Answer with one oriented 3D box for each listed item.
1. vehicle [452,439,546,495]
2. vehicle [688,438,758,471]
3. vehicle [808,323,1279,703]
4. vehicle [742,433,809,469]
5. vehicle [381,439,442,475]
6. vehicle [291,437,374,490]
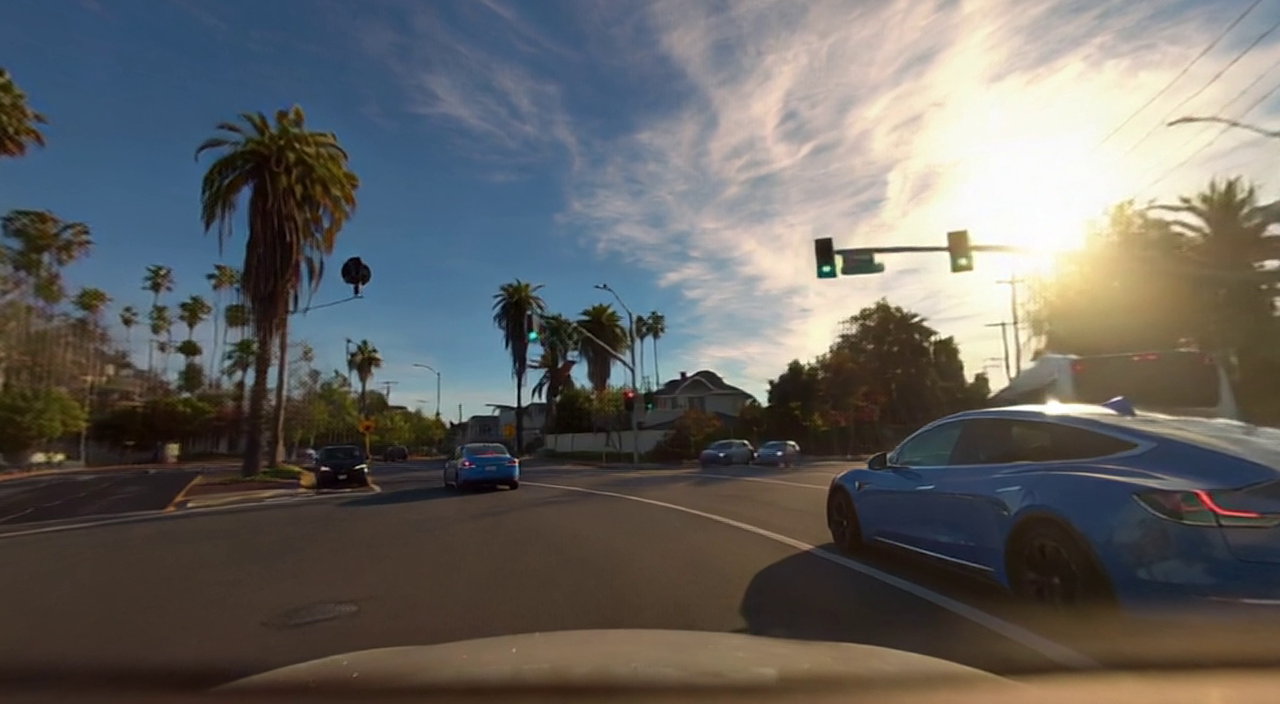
[{"bbox_3d":[-5.033,3.939,22.070,2.341,1.709,4.466,3,-9,-24],"label":"vehicle"},{"bbox_3d":[4.931,5.940,36.962,2.290,1.688,5.224,-6,-9,28],"label":"vehicle"},{"bbox_3d":[3.350,1.144,5.300,2.205,1.803,5.135,0,-8,-3],"label":"vehicle"},{"bbox_3d":[7.385,5.304,33.953,2.122,1.730,5.138,-5,-10,27],"label":"vehicle"},{"bbox_3d":[-13.140,5.957,36.147,2.272,1.891,4.562,5,-10,-32],"label":"vehicle"},{"bbox_3d":[-12.611,4.457,25.690,2.283,1.878,5.384,5,-10,-33],"label":"vehicle"}]
